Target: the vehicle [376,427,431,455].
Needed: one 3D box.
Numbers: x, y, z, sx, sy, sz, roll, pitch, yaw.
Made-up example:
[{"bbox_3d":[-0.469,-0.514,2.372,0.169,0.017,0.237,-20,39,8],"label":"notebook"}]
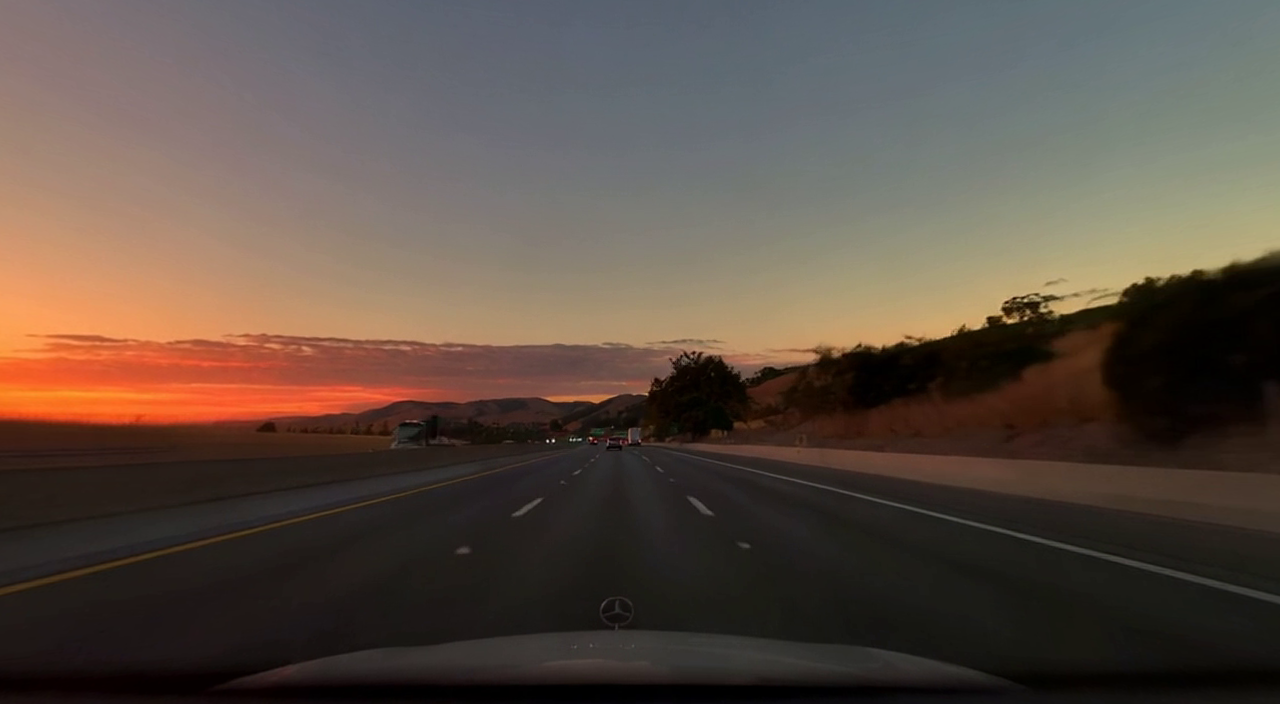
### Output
[{"bbox_3d":[-17.379,6.569,46.450,2.329,1.916,4.747,0,-8,-2],"label":"vehicle"}]
